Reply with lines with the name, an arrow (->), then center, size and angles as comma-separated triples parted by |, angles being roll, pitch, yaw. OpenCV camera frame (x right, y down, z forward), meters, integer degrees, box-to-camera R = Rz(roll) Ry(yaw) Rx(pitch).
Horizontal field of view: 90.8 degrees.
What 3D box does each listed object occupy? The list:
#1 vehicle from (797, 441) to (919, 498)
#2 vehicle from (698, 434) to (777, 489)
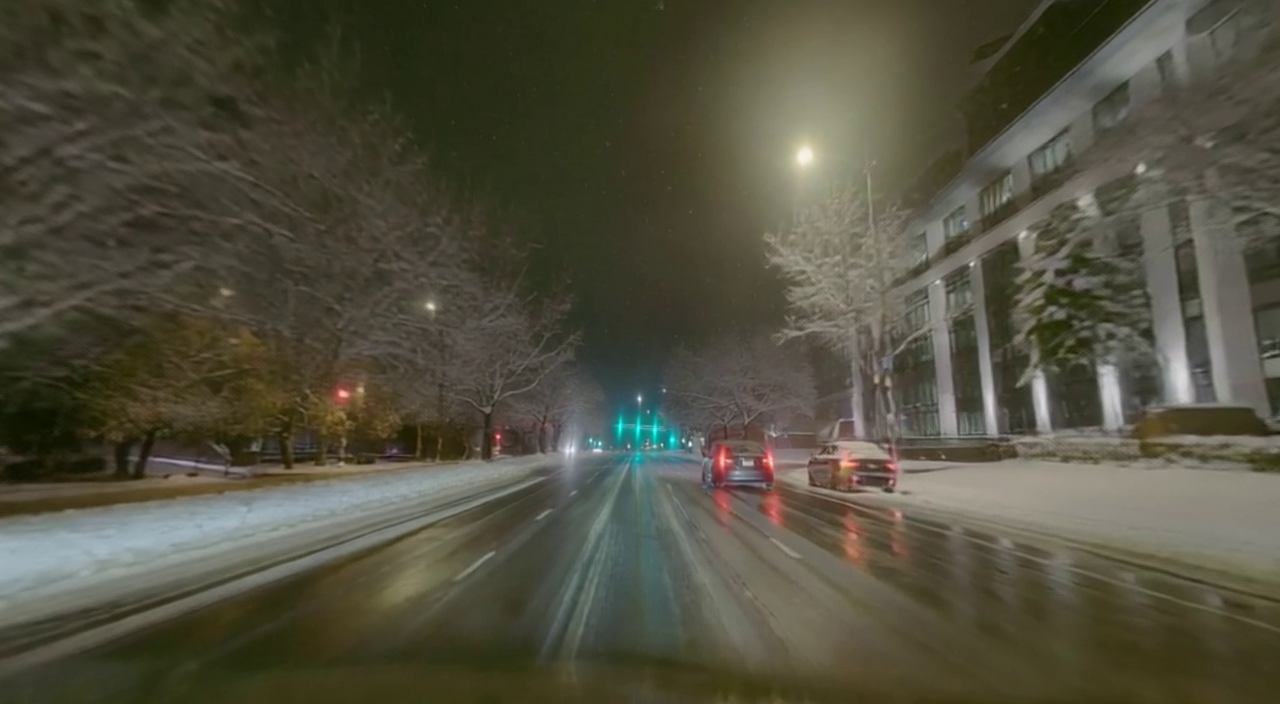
vehicle -> 6.725, 3.629, 20.170 | 1.918, 1.544, 4.871 | 0, -8, -3
vehicle -> 3.385, 3.890, 22.800 | 2.083, 1.743, 4.354 | 0, -8, -1
